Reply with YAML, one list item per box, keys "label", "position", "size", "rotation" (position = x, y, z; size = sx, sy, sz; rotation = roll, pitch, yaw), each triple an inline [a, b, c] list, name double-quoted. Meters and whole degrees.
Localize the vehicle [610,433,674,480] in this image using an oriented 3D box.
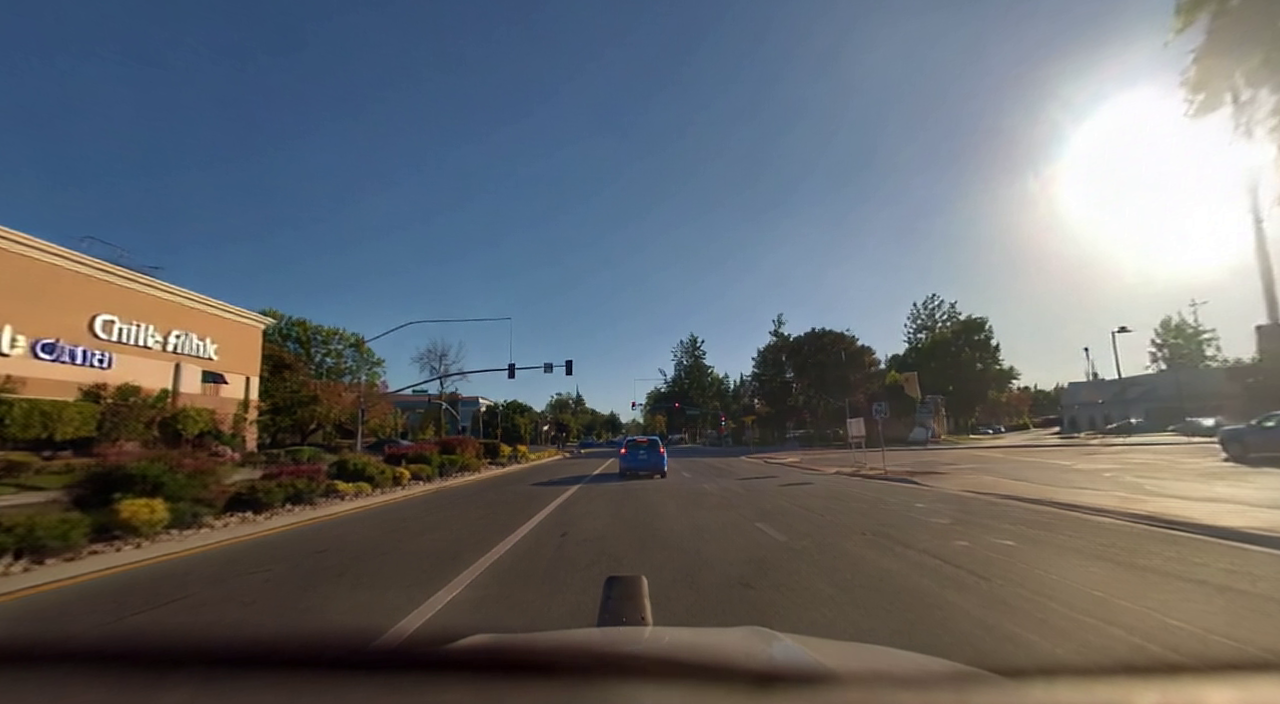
- label: "vehicle"
  position: [0.012, 3.686, 22.483]
  size: [2.028, 1.478, 4.545]
  rotation: [0, -8, -1]
